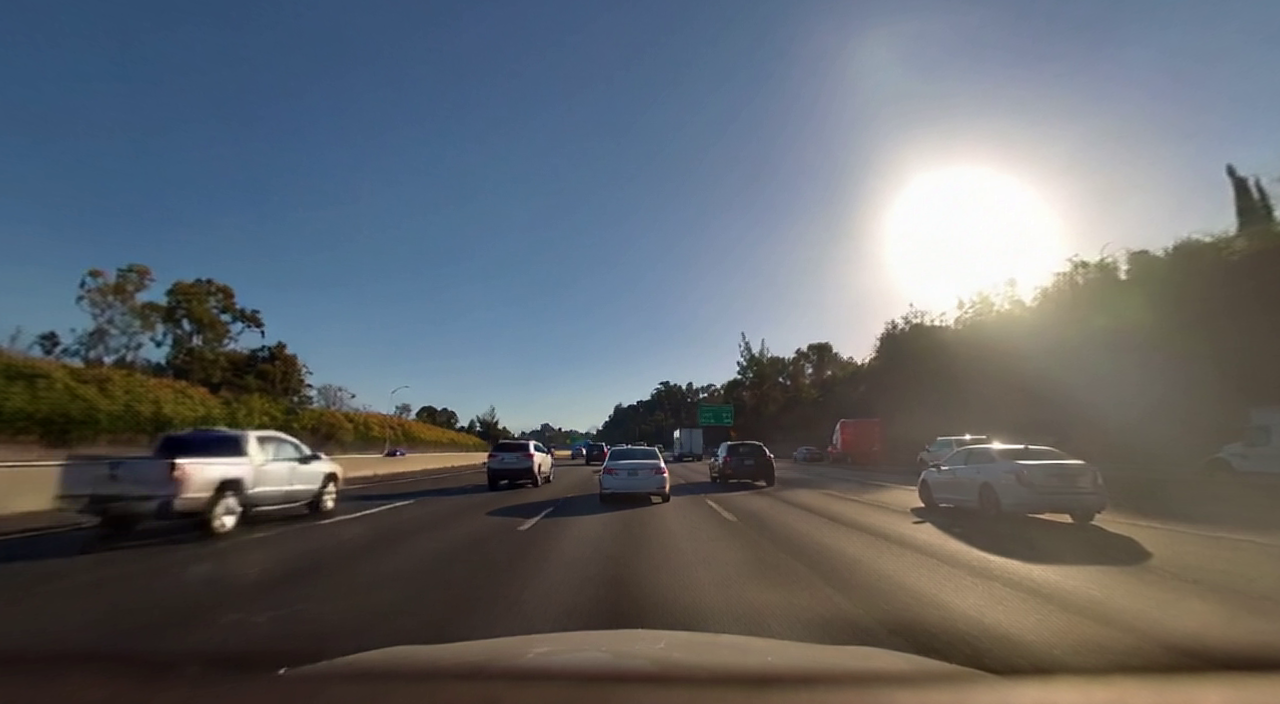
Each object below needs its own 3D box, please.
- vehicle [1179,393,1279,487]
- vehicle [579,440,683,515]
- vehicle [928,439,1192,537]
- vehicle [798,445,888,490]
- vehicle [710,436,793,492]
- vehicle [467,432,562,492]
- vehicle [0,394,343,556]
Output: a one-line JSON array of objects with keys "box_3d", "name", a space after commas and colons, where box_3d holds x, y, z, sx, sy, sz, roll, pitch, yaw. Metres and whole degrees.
[{"box_3d": [29.230, 3.779, 27.306, 2.957, 4.007, 8.656, 0, -9, -8], "name": "vehicle"}, {"box_3d": [-0.151, 2.868, 14.905, 2.132, 1.499, 4.038, 0, -9, 1], "name": "vehicle"}, {"box_3d": [7.622, 2.485, 12.166, 2.021, 1.505, 4.480, 0, -9, 0], "name": "vehicle"}, {"box_3d": [7.393, 4.216, 23.379, 1.942, 1.482, 4.250, 0, -9, 0], "name": "vehicle"}, {"box_3d": [3.610, 3.718, 21.165, 2.053, 1.666, 4.106, 0, -9, 0], "name": "vehicle"}, {"box_3d": [-3.935, 3.555, 20.665, 2.079, 1.741, 4.436, 0, -9, 2], "name": "vehicle"}, {"box_3d": [-7.950, 1.987, 10.926, 2.487, 1.986, 6.157, 0, -9, 1], "name": "vehicle"}]
